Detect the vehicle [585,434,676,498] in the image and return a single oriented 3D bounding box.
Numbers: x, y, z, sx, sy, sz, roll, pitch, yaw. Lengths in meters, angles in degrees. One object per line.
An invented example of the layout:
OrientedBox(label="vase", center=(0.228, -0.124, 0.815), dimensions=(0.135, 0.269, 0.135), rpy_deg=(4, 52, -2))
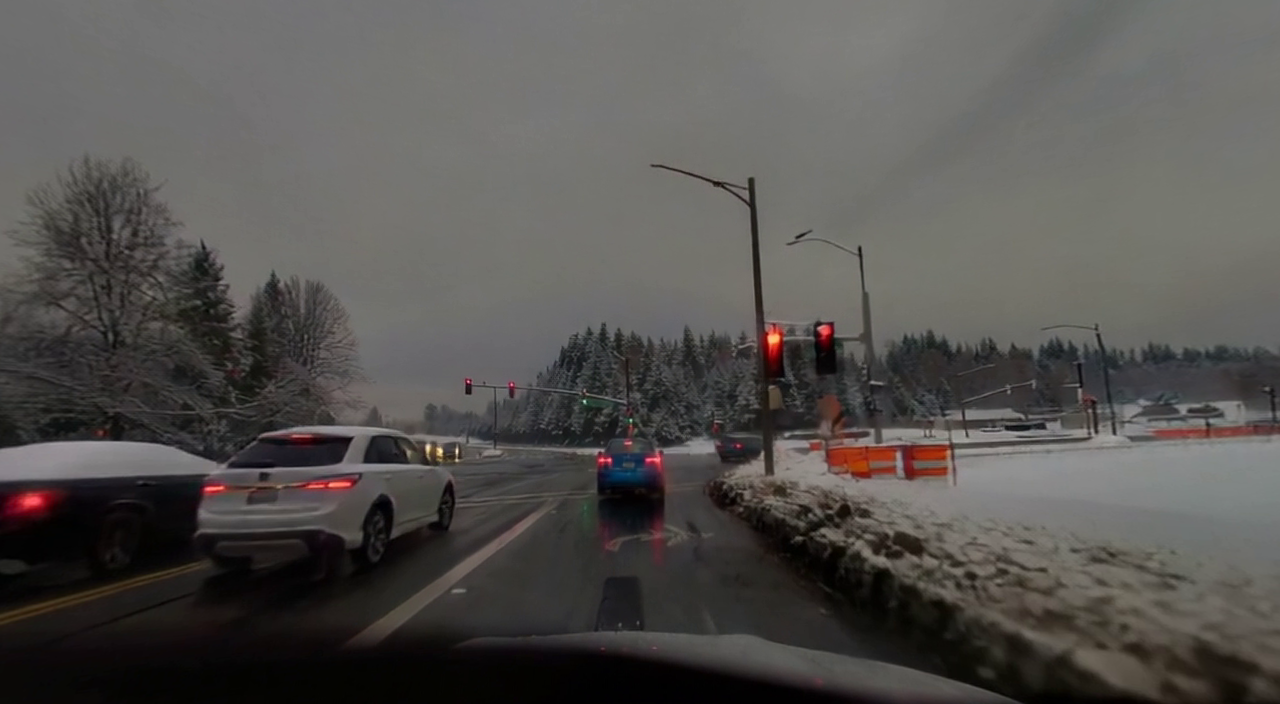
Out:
OrientedBox(label="vehicle", center=(-0.140, 3.071, 17.386), dimensions=(2.183, 1.506, 4.286), rpy_deg=(-1, -9, 2))

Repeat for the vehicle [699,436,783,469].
OrientedBox(label="vehicle", center=(5.020, 4.902, 30.983), dimensions=(1.873, 1.477, 4.467), rpy_deg=(-8, -12, 43))

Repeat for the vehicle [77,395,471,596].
OrientedBox(label="vehicle", center=(-4.059, 1.702, 8.429), dimensions=(2.240, 1.844, 5.043), rpy_deg=(0, -9, 0))
